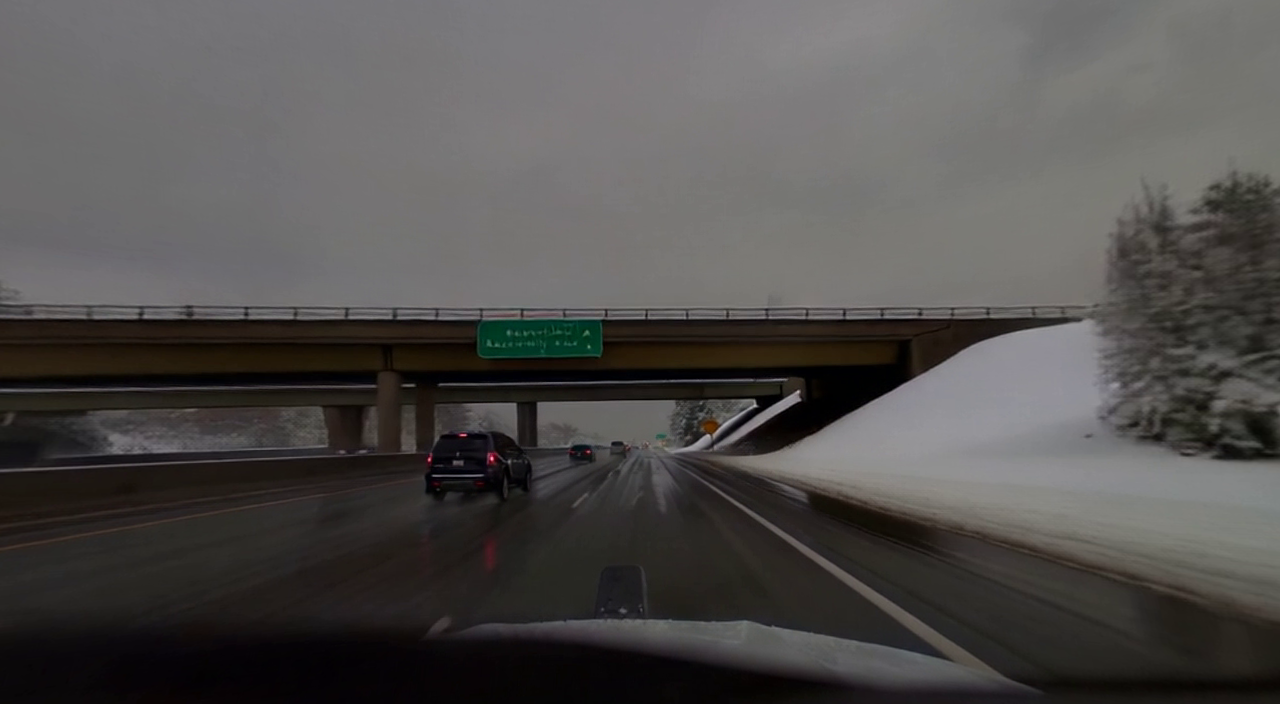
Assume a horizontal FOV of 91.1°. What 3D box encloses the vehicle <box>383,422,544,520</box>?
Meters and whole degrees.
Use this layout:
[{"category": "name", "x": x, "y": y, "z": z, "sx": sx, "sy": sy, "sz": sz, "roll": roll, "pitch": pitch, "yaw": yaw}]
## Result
[{"category": "vehicle", "x": -3.427, "y": 2.404, "z": 13.215, "sx": 2.048, "sy": 1.705, "sz": 4.384, "roll": 0, "pitch": -8, "yaw": 1}]
